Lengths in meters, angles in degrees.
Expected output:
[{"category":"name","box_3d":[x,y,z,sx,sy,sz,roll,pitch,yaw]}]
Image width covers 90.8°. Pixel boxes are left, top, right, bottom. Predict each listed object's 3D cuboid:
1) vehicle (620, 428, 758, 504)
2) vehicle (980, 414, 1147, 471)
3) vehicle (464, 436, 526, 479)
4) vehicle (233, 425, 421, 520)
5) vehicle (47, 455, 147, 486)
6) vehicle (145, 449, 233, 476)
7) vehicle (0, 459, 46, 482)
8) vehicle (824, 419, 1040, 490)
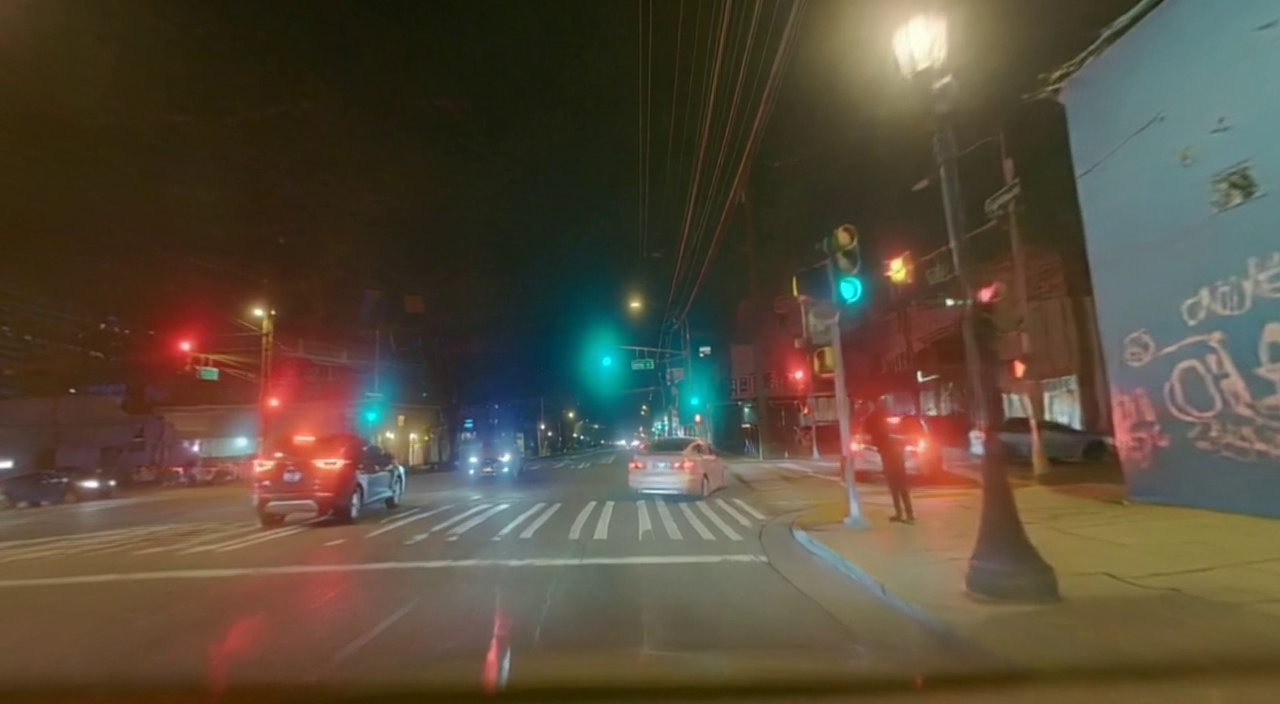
[{"category":"vehicle","box_3d":[1.327,2.618,14.962,2.059,1.497,4.260,-3,-9,21]},{"category":"vehicle","box_3d":[14.716,3.137,22.101,4.478,1.749,2.161,0,-8,-11]},{"category":"vehicle","box_3d":[-5.609,4.032,24.352,2.097,1.457,4.439,2,-9,-13]},{"category":"vehicle","box_3d":[-6.556,2.559,13.909,2.063,1.751,4.229,0,-9,-2]},{"category":"vehicle","box_3d":[-34.618,7.552,40.349,4.492,1.880,1.879,0,-9,-1]},{"category":"vehicle","box_3d":[-34.723,8.509,48.755,5.019,1.956,2.097,0,-9,-1]},{"category":"vehicle","box_3d":[-49.399,9.356,49.429,4.170,1.528,1.687,-5,-6,0]},{"category":"vehicle","box_3d":[7.489,2.607,16.442,4.714,1.686,1.973,1,-7,-9]}]
